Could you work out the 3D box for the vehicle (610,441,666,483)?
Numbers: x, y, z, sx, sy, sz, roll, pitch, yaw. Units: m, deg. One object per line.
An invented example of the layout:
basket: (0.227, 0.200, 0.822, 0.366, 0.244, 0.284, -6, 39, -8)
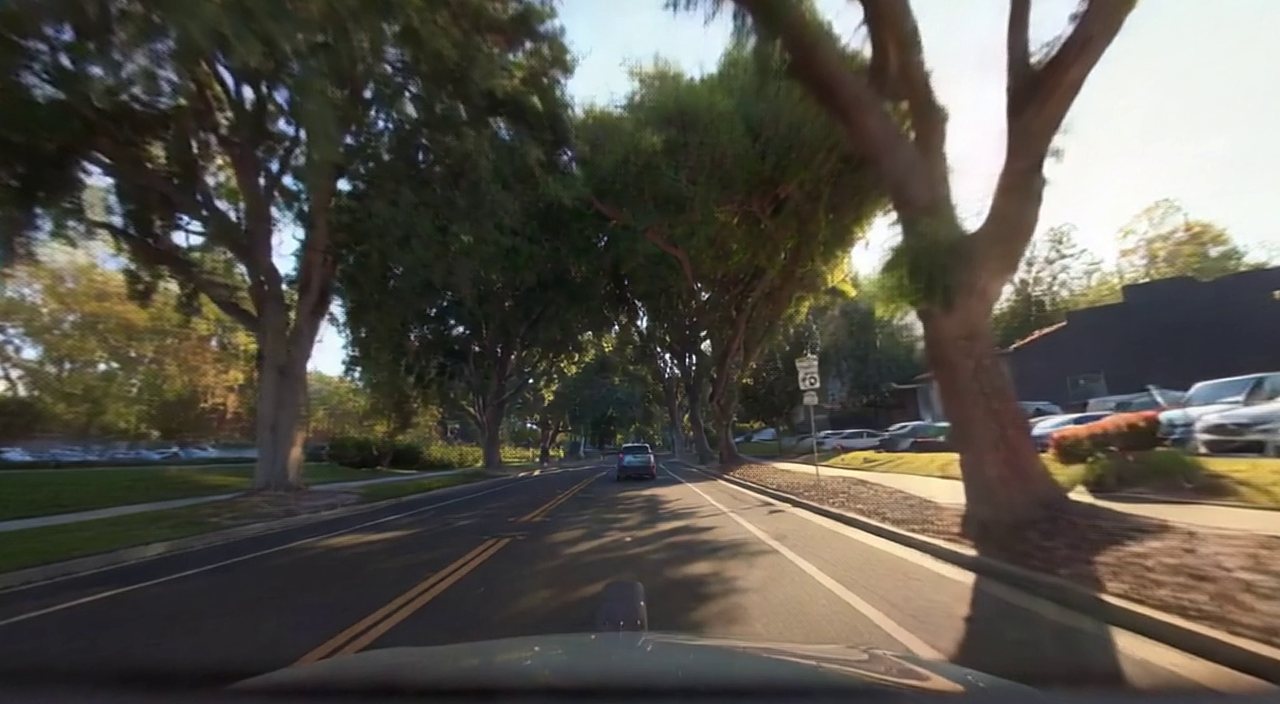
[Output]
vehicle: (-0.053, 4.551, 26.546, 2.152, 1.574, 4.223, -1, -8, 1)
